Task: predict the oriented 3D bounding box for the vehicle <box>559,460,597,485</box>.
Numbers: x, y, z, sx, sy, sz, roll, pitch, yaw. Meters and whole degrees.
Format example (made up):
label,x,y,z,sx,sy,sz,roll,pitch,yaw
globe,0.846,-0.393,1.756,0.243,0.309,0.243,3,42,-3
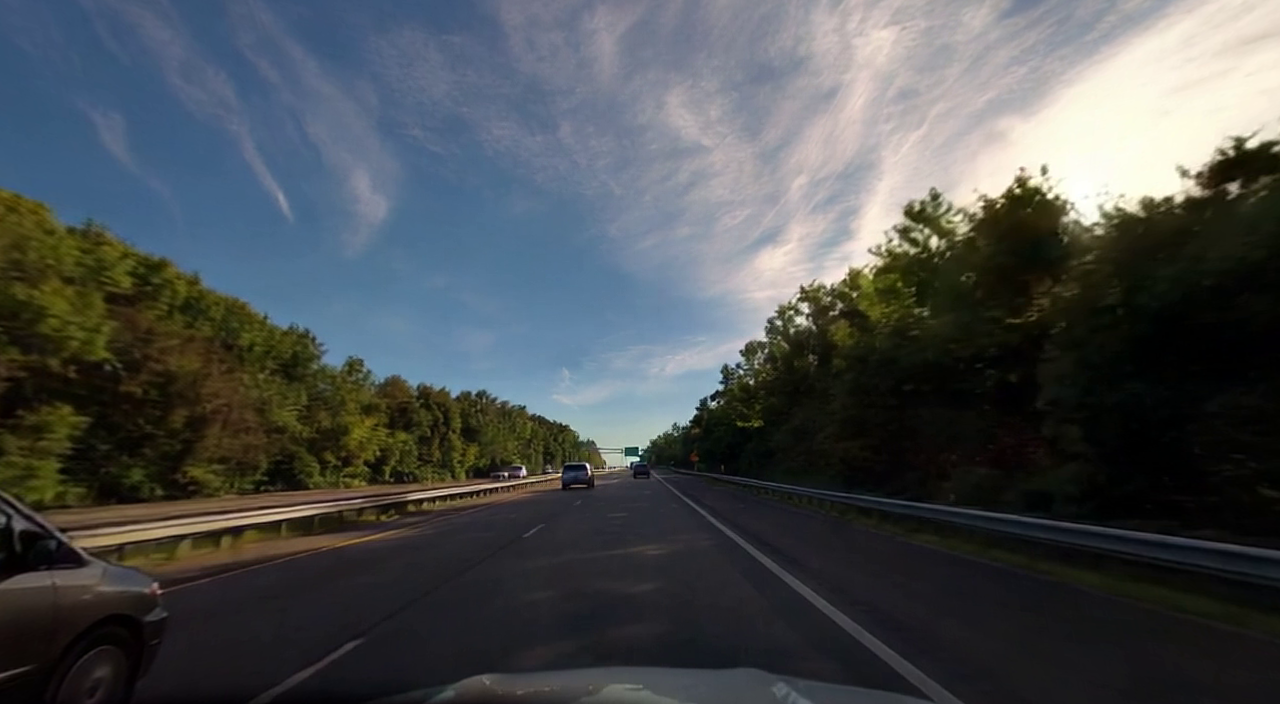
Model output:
label,x,y,z,sx,sy,sz,roll,pitch,yaw
vehicle,-4.037,8.004,41.941,2.081,1.586,4.245,1,-10,0
